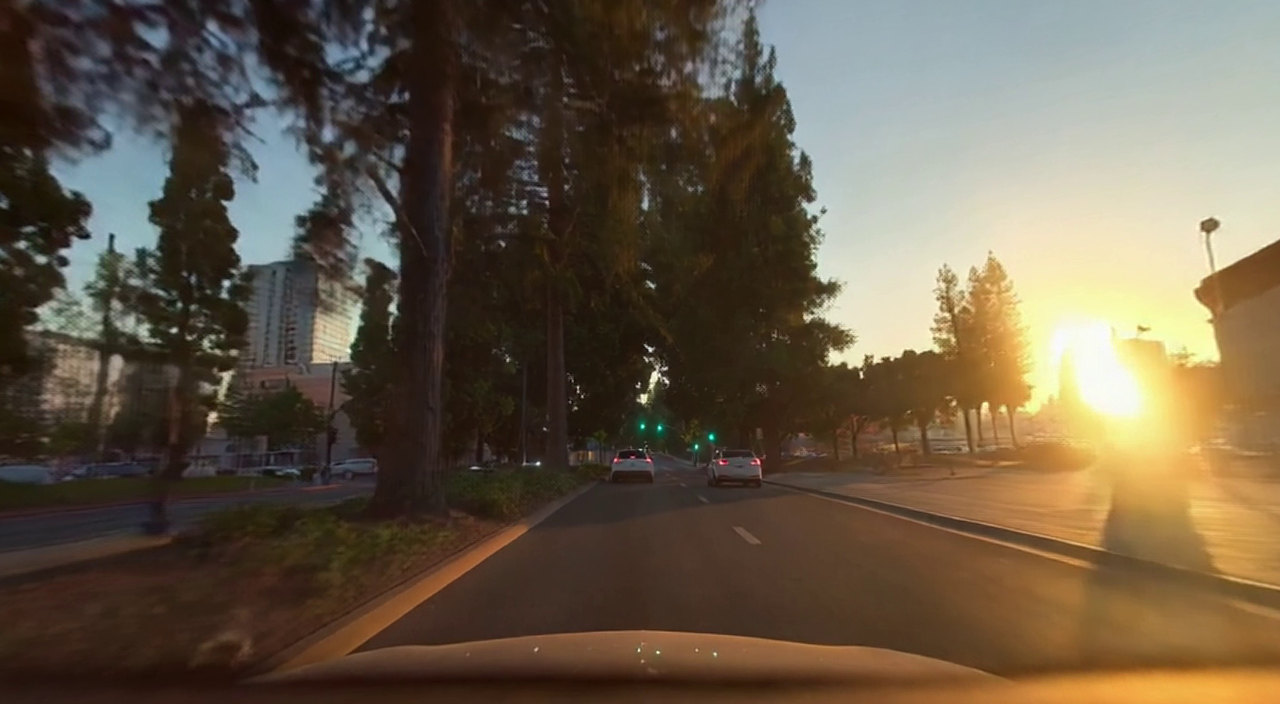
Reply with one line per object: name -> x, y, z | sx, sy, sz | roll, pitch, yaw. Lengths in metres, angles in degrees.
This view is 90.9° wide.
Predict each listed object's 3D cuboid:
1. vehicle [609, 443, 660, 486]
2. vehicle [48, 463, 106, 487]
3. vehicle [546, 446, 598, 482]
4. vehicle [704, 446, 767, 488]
vehicle -> -0.189, 4.783, 27.174 | 2.022, 1.700, 4.084 | 0, -9, 0
vehicle -> -37.986, 8.268, 42.649 | 1.752, 1.396, 4.340 | 5, -10, -26
vehicle -> -3.484, 5.811, 32.986 | 2.047, 1.710, 4.314 | 0, -9, 2
vehicle -> 3.749, 4.577, 25.484 | 1.847, 1.554, 4.052 | 0, -9, -1
